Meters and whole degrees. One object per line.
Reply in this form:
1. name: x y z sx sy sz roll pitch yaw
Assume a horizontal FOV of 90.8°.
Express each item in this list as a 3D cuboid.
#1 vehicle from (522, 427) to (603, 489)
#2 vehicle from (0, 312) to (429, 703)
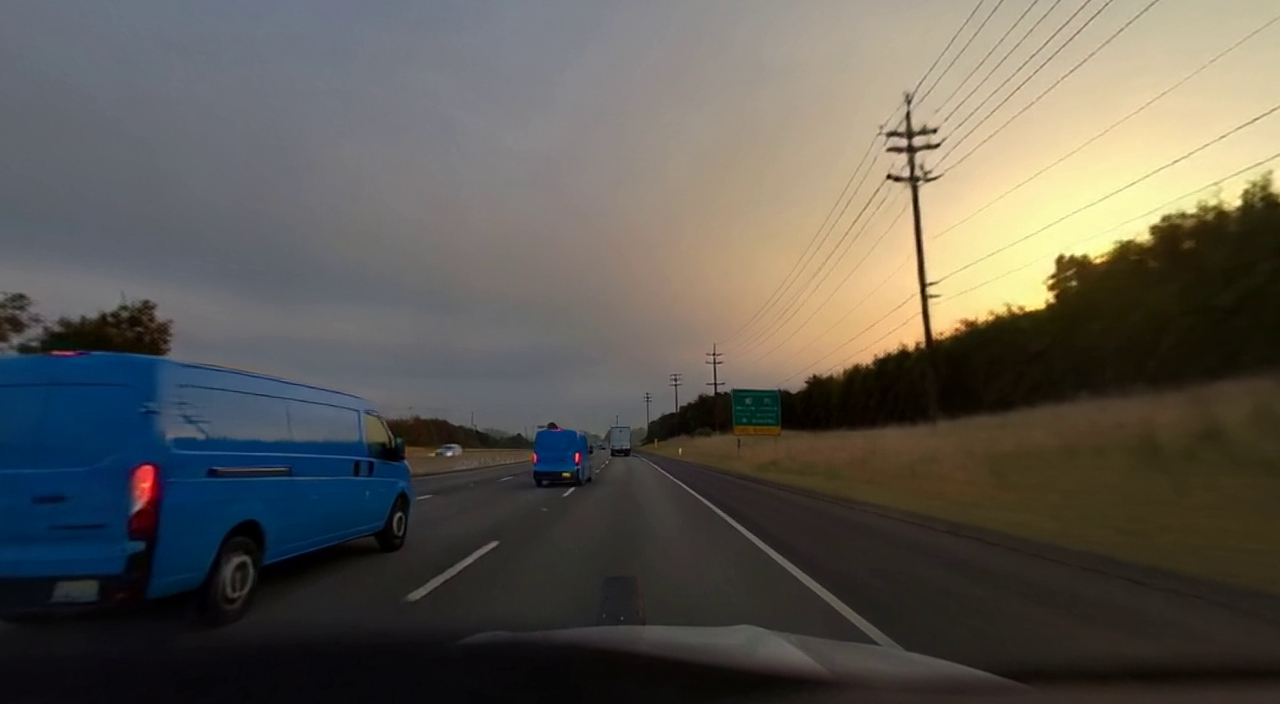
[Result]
1. vehicle: -2.665 3.851 23.108 2.197 2.011 5.130 0 -9 1
2. vehicle: -3.879 1.162 5.745 2.145 2.010 4.980 0 -9 0
